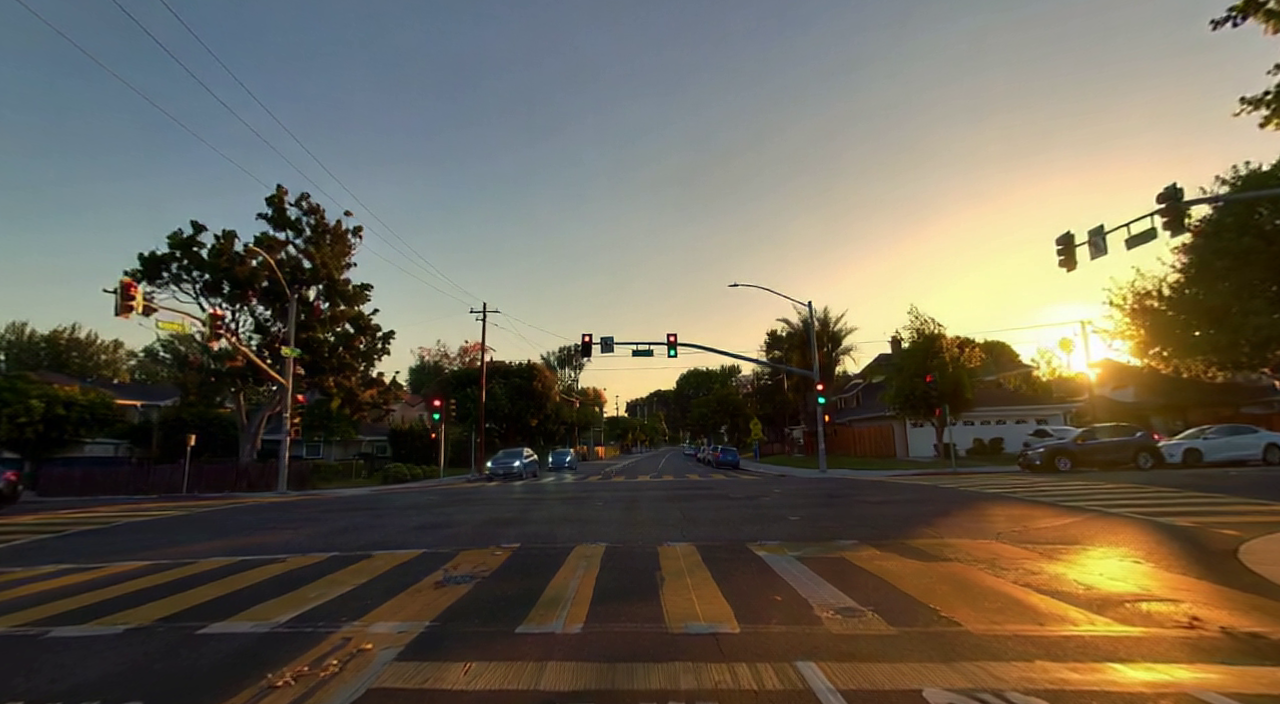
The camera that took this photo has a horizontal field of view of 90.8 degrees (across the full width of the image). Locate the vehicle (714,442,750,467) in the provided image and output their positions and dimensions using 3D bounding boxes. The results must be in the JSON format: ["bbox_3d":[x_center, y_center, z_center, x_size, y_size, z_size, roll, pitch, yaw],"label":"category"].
[{"bbox_3d":[6.216,6.958,43.219,1.891,1.611,4.269,0,-8,1],"label":"vehicle"}]

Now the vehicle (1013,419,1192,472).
[{"bbox_3d":[15.998,3.269,22.069,4.452,1.711,2.186,0,-8,1],"label":"vehicle"}]

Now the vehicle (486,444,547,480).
[{"bbox_3d":[-6.098,5.488,31.784,1.982,1.686,4.195,-1,-8,4],"label":"vehicle"}]

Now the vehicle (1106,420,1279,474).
[{"bbox_3d":[16.959,2.838,18.960,4.345,1.517,1.913,0,-8,1],"label":"vehicle"}]

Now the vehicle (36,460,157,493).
[{"bbox_3d":[-30.103,6.869,35.259,2.106,1.586,5.009,-1,-8,4],"label":"vehicle"}]

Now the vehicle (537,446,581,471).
[{"bbox_3d":[-5.698,7.530,44.995,2.270,1.605,4.958,-1,-8,3],"label":"vehicle"}]
